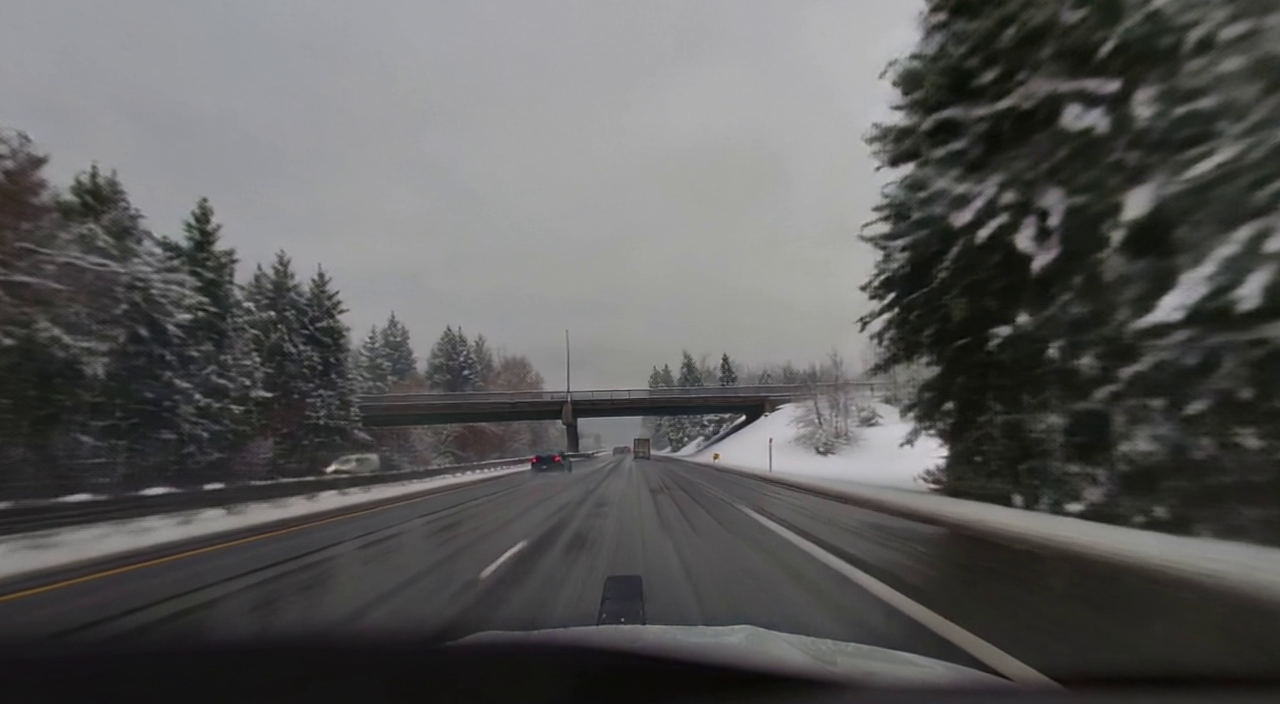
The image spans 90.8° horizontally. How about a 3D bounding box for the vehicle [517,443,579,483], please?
[{"bbox_3d":[-4.036,4.936,28.461,2.076,1.637,4.526,0,-9,0],"label":"vehicle"}]
